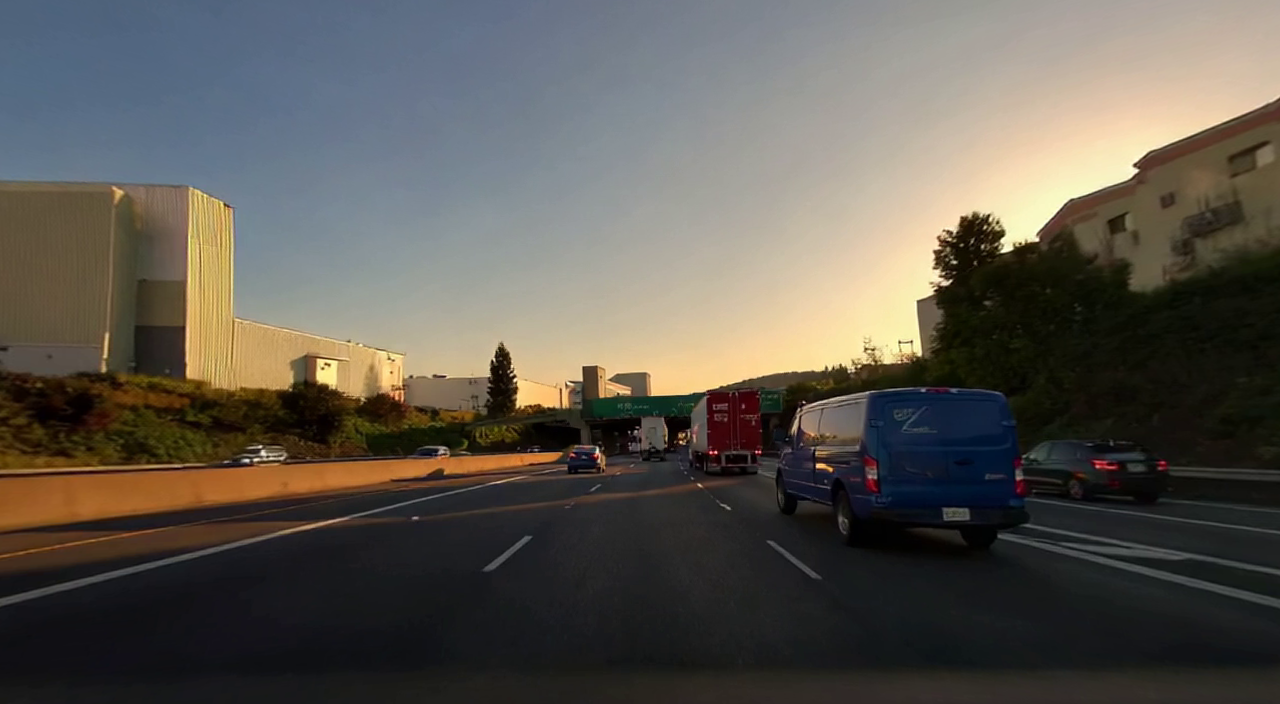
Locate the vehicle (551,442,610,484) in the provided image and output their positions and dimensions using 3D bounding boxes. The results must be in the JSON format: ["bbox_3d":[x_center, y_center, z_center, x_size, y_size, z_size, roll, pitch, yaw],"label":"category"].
[{"bbox_3d":[-2.238,4.312,24.858,2.024,1.472,4.014,0,-8,-2],"label":"vehicle"}]

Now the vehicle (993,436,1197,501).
[{"bbox_3d":[12.222,3.139,17.521,2.060,1.499,4.683,0,-8,-2],"label":"vehicle"}]

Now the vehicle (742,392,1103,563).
[{"bbox_3d":[3.831,1.991,11.043,2.809,1.919,7.507,0,-9,0],"label":"vehicle"}]

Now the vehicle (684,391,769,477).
[{"bbox_3d":[4.494,4.785,36.210,2.951,3.974,13.340,0,-9,0],"label":"vehicle"}]

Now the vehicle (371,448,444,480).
[{"bbox_3d":[-11.683,5.635,32.067,1.988,1.446,4.265,-1,-9,1],"label":"vehicle"}]

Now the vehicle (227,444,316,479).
[{"bbox_3d":[-21.159,6.273,36.622,2.059,1.865,4.786,0,-9,3],"label":"vehicle"}]
